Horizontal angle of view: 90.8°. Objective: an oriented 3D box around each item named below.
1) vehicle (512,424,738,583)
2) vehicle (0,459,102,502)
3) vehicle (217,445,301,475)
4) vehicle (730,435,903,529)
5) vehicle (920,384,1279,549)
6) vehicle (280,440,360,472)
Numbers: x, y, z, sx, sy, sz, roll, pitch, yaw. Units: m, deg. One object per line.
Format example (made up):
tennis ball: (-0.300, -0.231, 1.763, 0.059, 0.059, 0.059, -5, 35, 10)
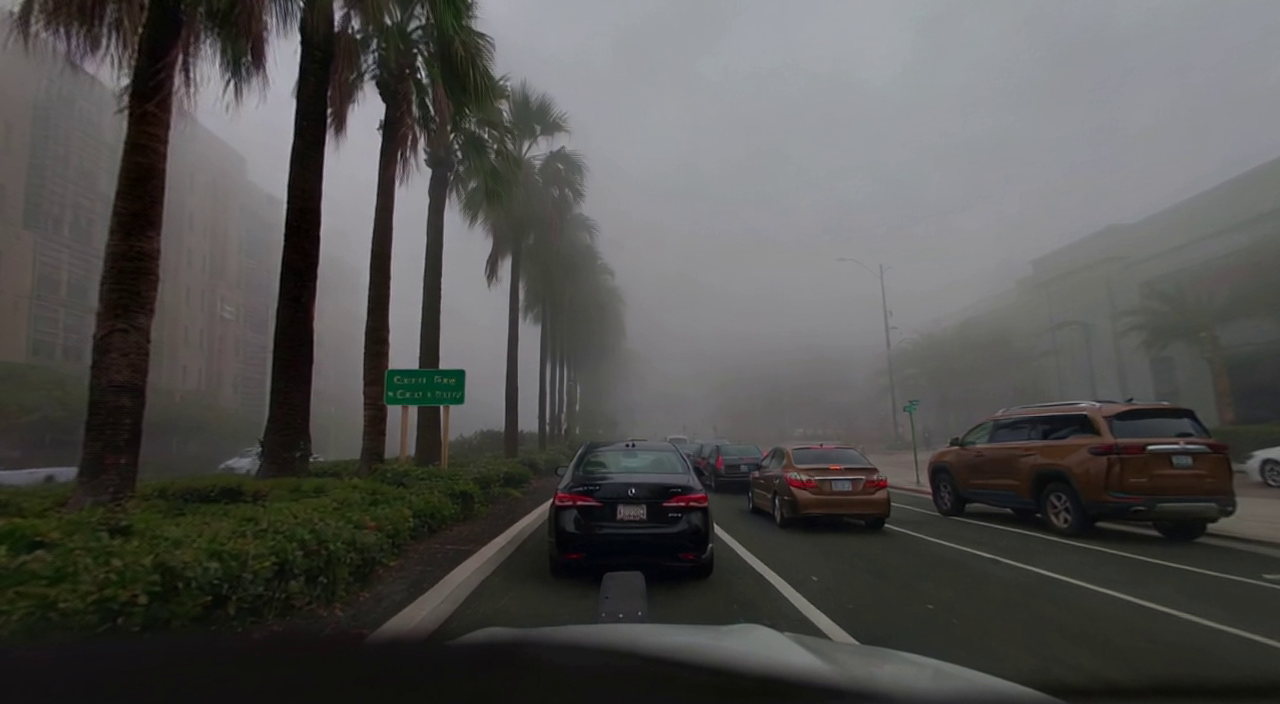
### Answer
vehicle: (-0.159, 1.747, 8.070, 2.158, 1.498, 3.919, 0, -8, 0)
vehicle: (-23.638, 4.861, 24.151, 1.972, 1.425, 4.765, 0, -8, 0)
vehicle: (-24.004, 6.783, 40.066, 2.055, 1.759, 5.200, 0, -8, 0)
vehicle: (3.092, 2.370, 12.181, 1.925, 1.451, 4.436, 0, -8, -2)
vehicle: (7.205, 1.861, 10.845, 2.254, 2.072, 5.577, 0, -8, 0)
vehicle: (-20.607, 6.698, 40.994, 2.306, 1.880, 5.537, 0, -8, -1)
